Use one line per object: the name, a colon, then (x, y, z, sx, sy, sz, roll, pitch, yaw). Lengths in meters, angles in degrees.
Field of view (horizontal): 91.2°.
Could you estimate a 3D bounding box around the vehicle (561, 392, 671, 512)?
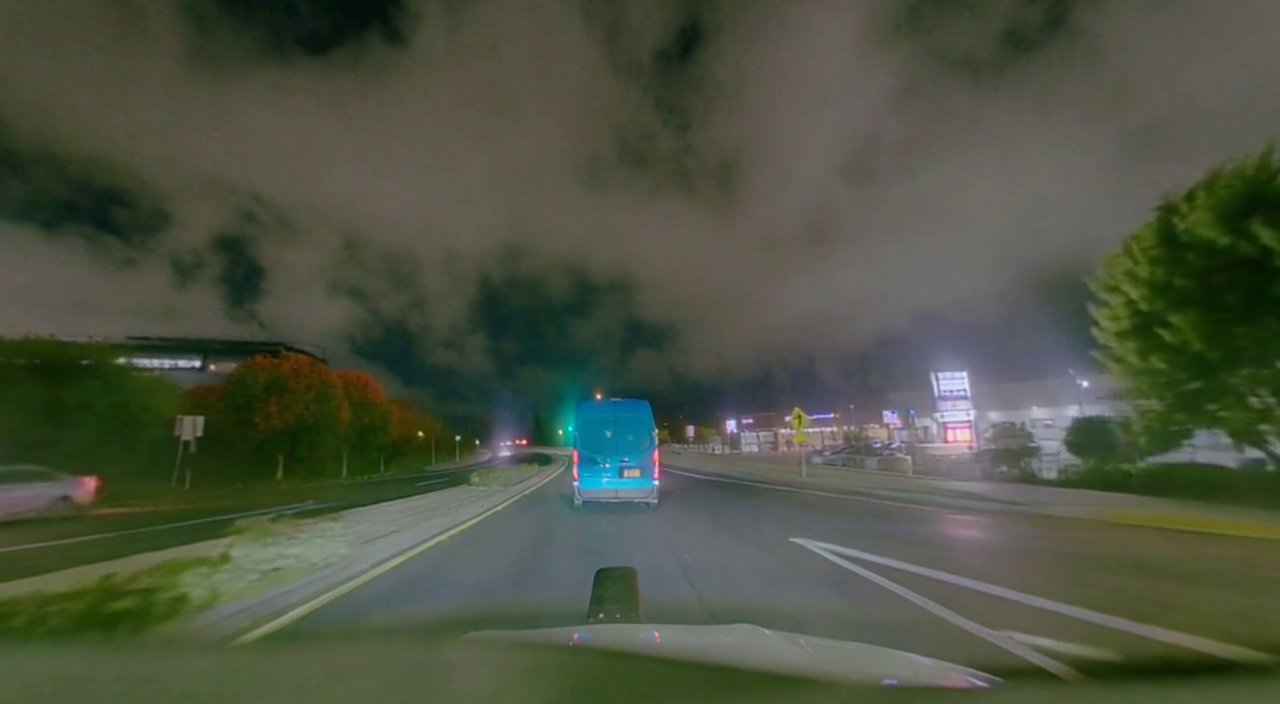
vehicle: (-0.833, 2.626, 16.782, 2.432, 2.624, 5.670, 1, -9, -6)
